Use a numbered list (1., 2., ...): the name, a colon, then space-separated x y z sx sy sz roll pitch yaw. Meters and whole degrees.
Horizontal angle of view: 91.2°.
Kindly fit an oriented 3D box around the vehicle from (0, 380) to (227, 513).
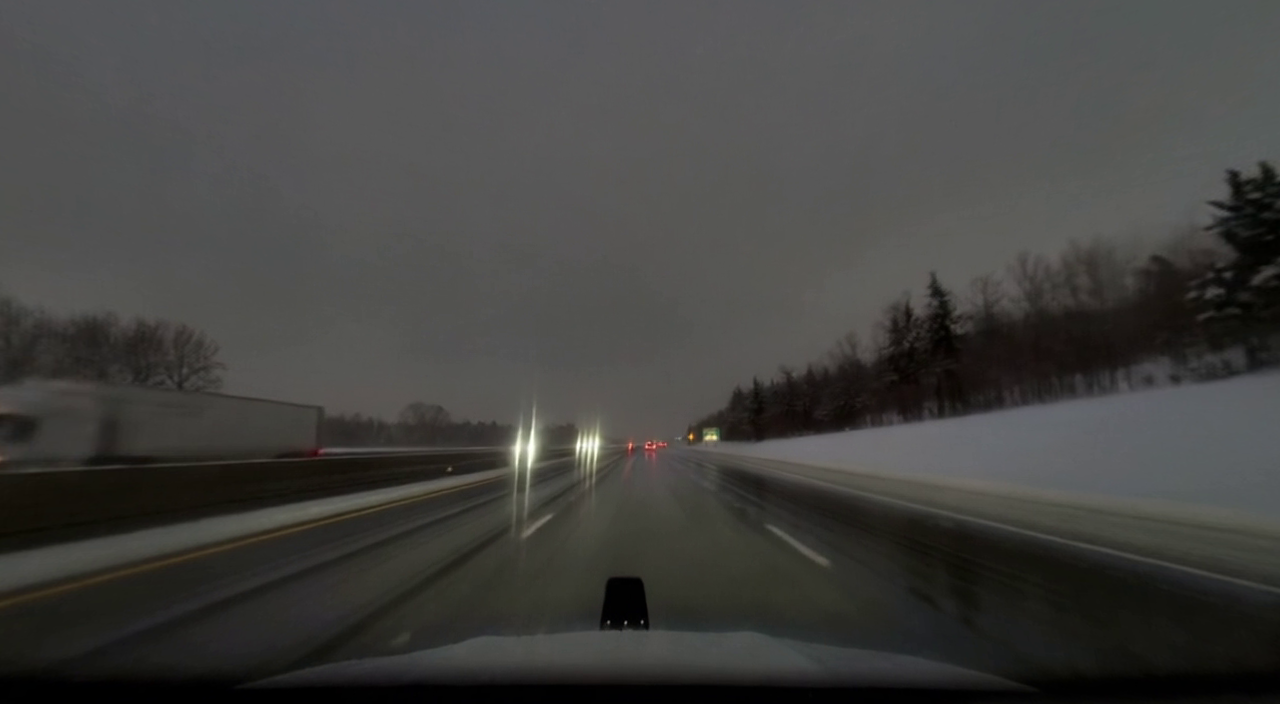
1. vehicle: -20.516 3.415 23.106 3.124 3.932 10.785 0 -8 1

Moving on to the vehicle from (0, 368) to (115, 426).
1. vehicle: -20.558 1.586 20.985 2.010 1.679 4.548 0 -8 1

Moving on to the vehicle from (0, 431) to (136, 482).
1. vehicle: -20.532 3.625 22.146 2.015 1.587 4.092 0 -8 0
